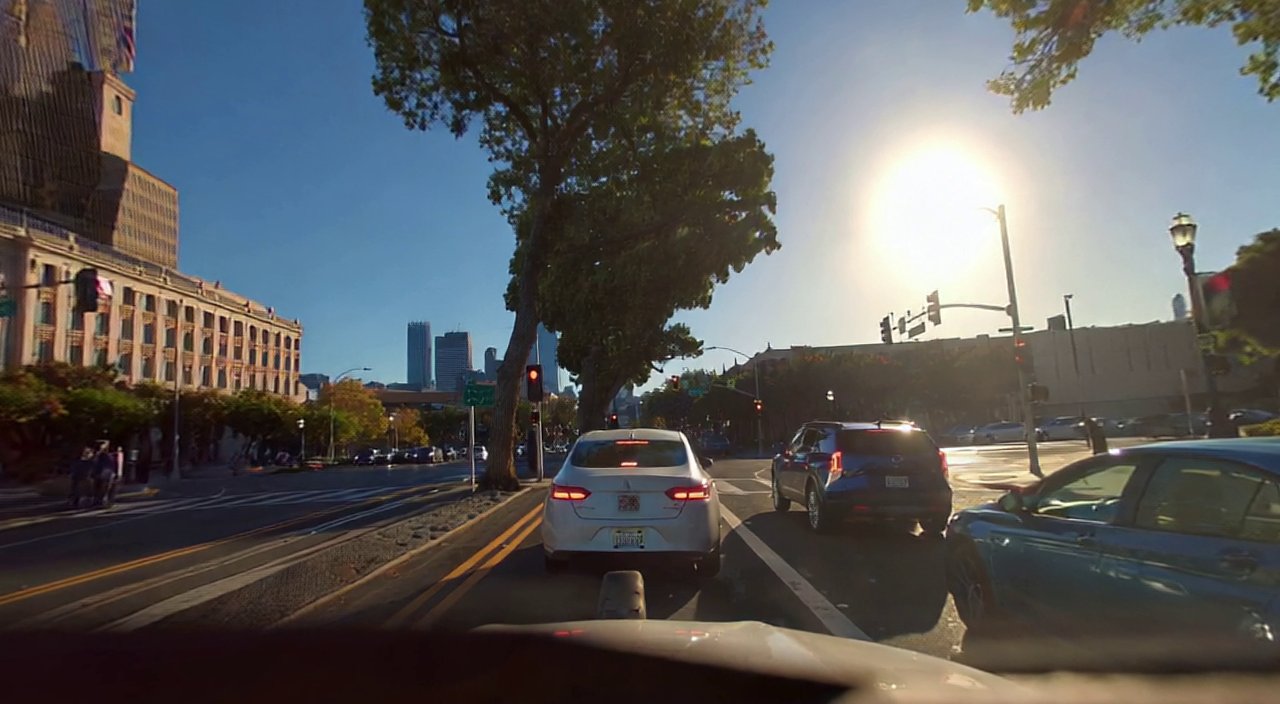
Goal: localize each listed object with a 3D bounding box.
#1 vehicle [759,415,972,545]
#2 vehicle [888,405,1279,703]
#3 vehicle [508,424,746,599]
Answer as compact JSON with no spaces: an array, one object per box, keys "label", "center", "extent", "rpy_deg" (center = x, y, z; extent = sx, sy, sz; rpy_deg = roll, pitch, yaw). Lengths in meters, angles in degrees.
[{"label":"vehicle","center":[3.506,2.085,10.952],"extent":[1.978,1.738,4.599],"rpy_deg":[0,-8,0]},{"label":"vehicle","center":[3.375,1.172,3.993],"extent":[1.833,1.465,4.258],"rpy_deg":[0,-8,-1]},{"label":"vehicle","center":[-0.119,1.694,7.521],"extent":[2.096,1.521,3.747],"rpy_deg":[0,-8,0]}]
